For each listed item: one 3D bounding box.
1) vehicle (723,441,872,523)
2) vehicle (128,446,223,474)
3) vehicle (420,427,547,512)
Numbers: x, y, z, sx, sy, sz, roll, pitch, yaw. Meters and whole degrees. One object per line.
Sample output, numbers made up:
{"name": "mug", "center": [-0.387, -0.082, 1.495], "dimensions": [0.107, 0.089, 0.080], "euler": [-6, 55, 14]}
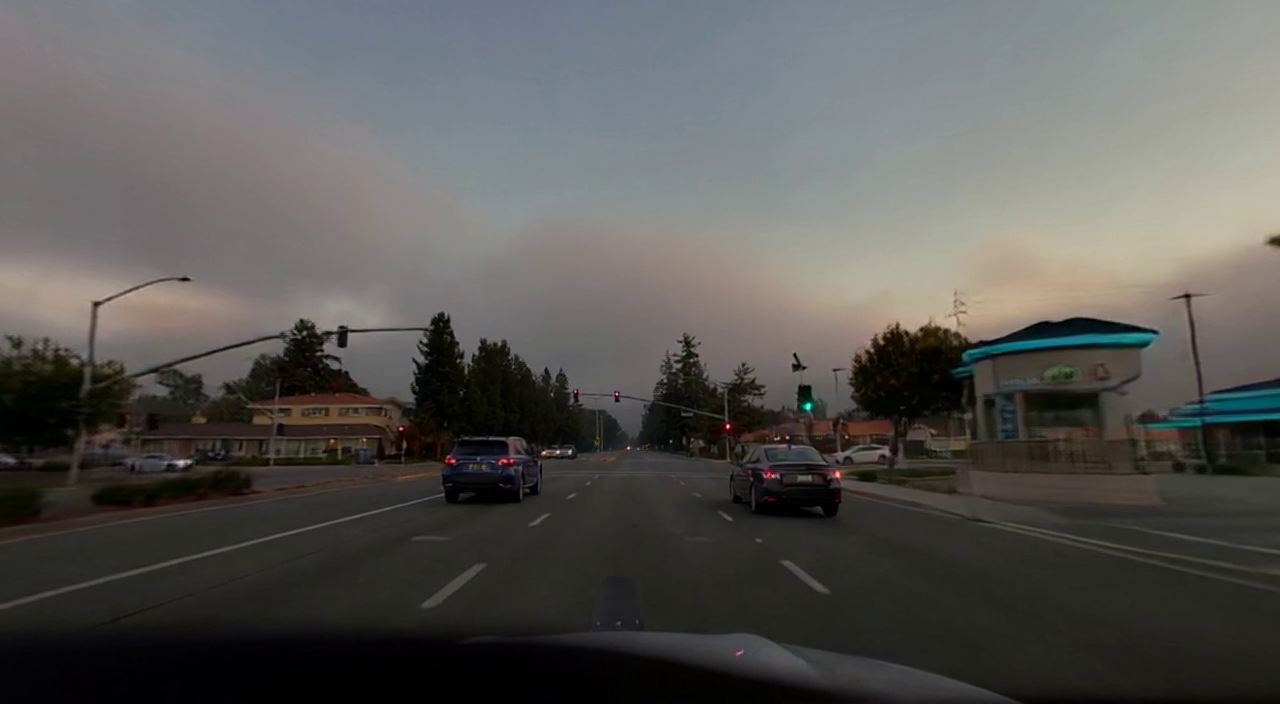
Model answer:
{"name": "vehicle", "center": [3.248, 2.776, 14.163], "dimensions": [1.975, 1.502, 4.787], "euler": [0, -9, -2]}
{"name": "vehicle", "center": [-36.541, 8.493, 49.801], "dimensions": [5.569, 2.088, 2.426], "euler": [0, -9, 0]}
{"name": "vehicle", "center": [-3.718, 2.878, 15.964], "dimensions": [1.997, 1.806, 4.500], "euler": [0, -9, 1]}
